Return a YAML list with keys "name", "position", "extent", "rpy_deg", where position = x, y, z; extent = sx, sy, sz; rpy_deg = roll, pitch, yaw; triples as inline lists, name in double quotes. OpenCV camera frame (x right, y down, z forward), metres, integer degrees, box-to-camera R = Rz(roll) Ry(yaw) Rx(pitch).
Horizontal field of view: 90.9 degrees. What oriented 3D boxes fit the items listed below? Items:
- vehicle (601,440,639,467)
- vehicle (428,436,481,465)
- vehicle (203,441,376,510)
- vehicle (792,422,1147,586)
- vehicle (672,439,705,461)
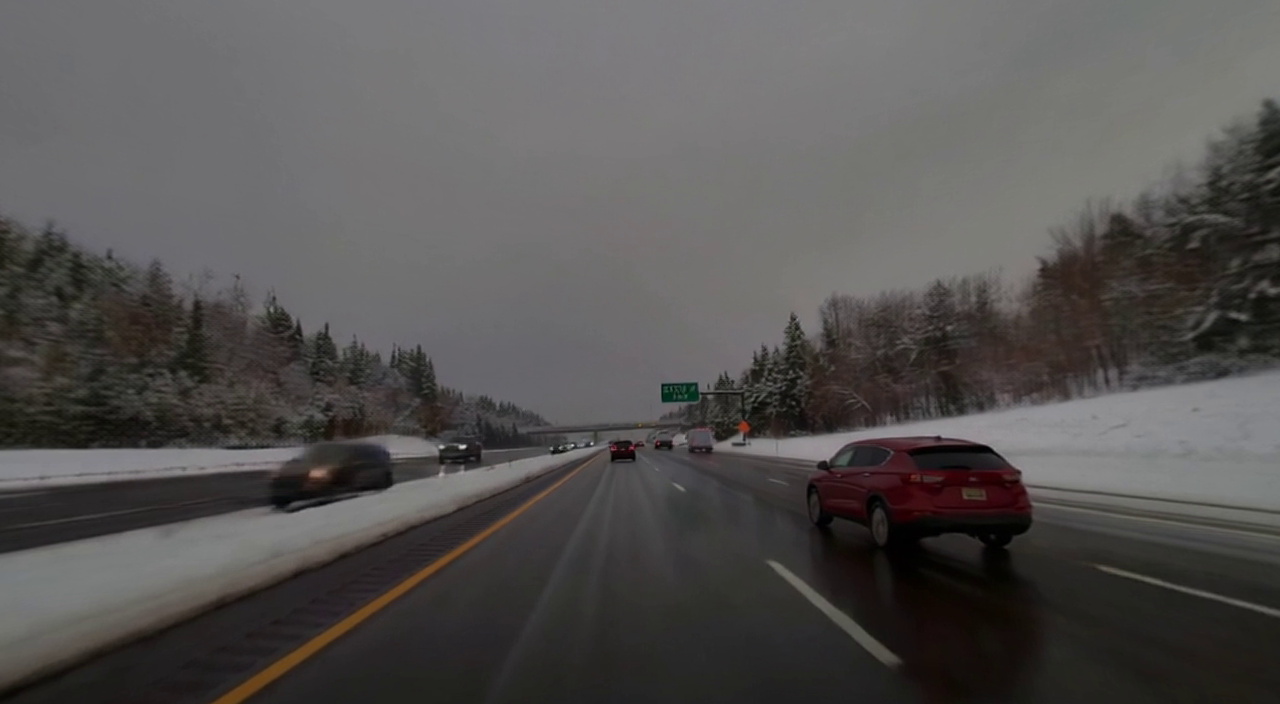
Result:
- name: "vehicle"
  position: [-1.139, 5.813, 36.435]
  extent: [2.055, 1.466, 4.317]
  rpy_deg: [0, -8, -2]
- name: "vehicle"
  position: [-12.854, 6.800, 43.945]
  extent: [2.210, 1.908, 5.012]
  rpy_deg: [0, -8, -1]
- name: "vehicle"
  position: [-8.869, 3.107, 16.525]
  extent: [2.017, 1.504, 4.505]
  rpy_deg: [0, -8, -1]
- name: "vehicle"
  position: [3.641, 1.729, 8.260]
  extent: [1.961, 1.495, 4.743]
  rpy_deg: [0, -8, -2]
- name: "vehicle"
  position: [3.525, 7.186, 46.411]
  extent: [1.995, 1.556, 3.893]
  rpy_deg: [0, -8, -2]
